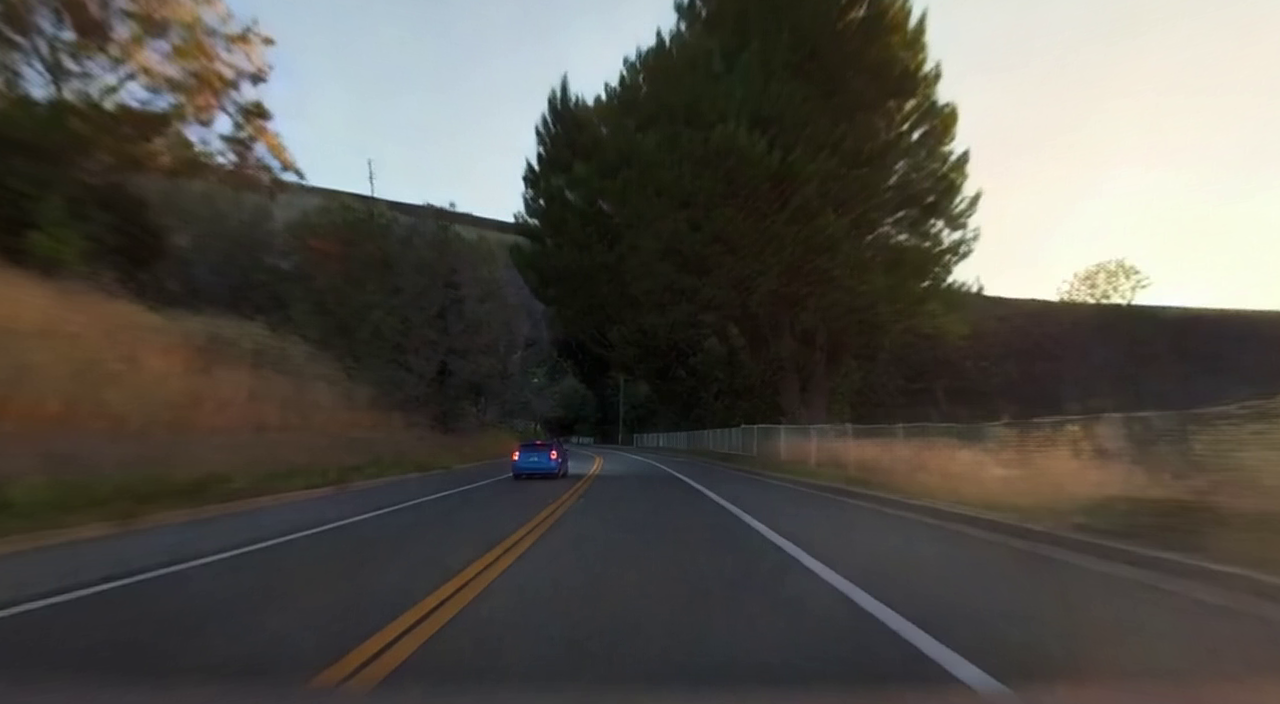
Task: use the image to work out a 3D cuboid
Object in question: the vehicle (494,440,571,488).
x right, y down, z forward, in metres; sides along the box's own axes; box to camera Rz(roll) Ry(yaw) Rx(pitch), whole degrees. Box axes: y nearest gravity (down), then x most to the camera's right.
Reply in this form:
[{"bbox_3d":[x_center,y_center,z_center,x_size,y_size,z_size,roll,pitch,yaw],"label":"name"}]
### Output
[{"bbox_3d":[-3.684,3.908,22.405,1.968,1.503,4.443,0,-8,0],"label":"vehicle"}]
